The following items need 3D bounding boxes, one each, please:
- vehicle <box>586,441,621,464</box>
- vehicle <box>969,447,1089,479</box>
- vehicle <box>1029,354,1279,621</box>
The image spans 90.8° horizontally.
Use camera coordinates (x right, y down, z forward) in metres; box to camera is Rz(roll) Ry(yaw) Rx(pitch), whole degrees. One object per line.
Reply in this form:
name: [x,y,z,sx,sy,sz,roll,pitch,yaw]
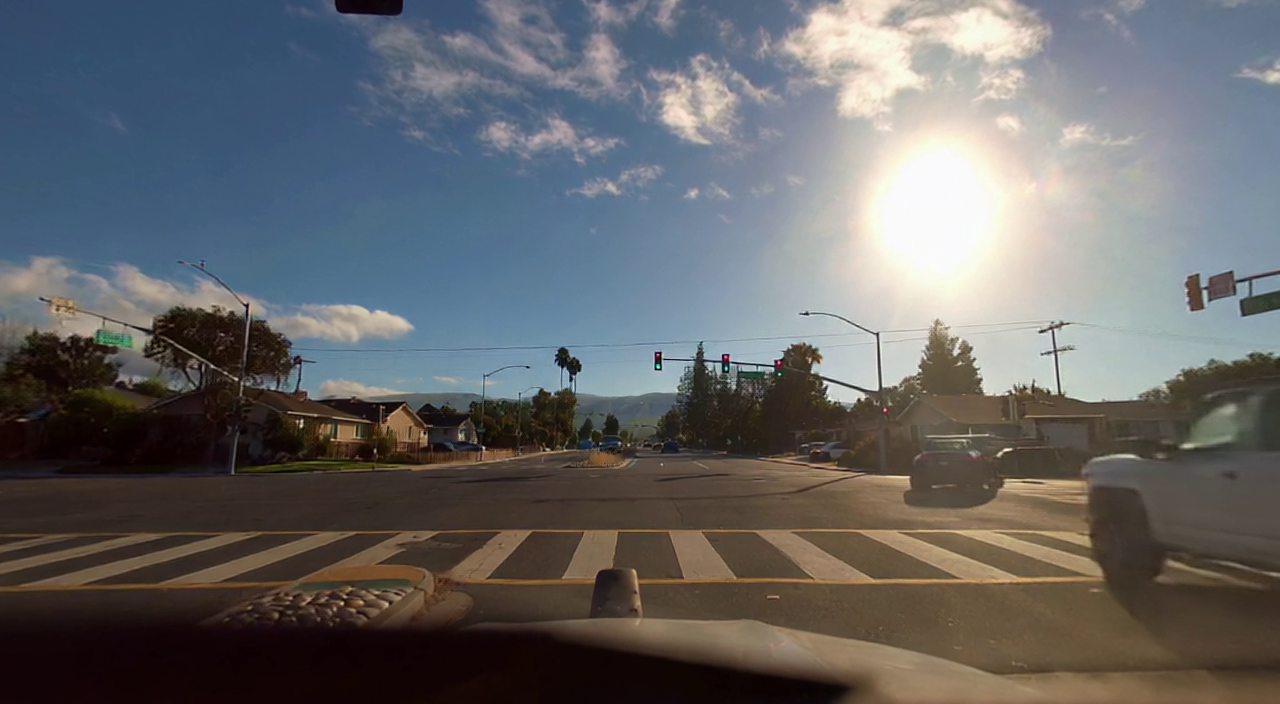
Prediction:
vehicle: [-2.383,6.711,42.285,2.045,1.484,3.991,0,-9,0]
vehicle: [19.744,5.627,32.224,4.874,1.544,1.779,0,-9,1]
vehicle: [6.089,1.067,5.005,2.273,2.042,5.717,0,-9,-1]
